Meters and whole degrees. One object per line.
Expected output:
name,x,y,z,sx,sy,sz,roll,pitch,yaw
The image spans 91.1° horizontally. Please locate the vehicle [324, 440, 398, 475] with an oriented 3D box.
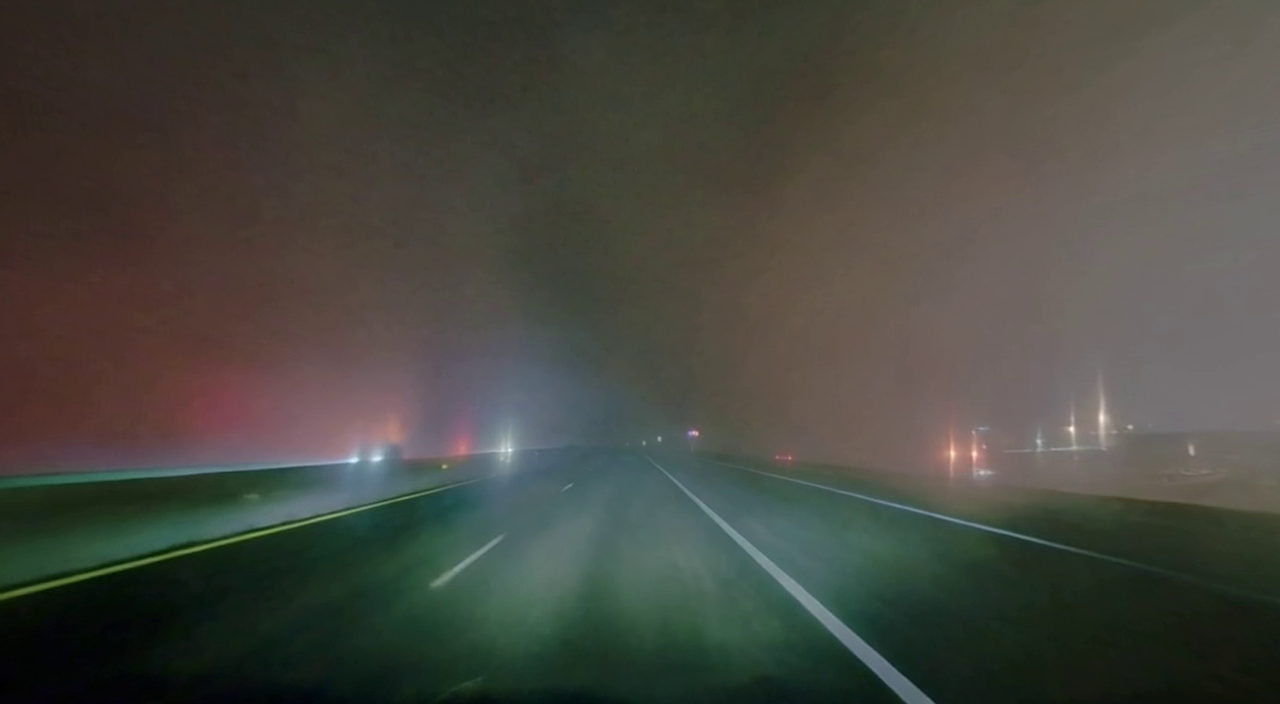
vehicle,-16.254,6.134,36.956,2.071,1.855,4.813,0,-8,1
